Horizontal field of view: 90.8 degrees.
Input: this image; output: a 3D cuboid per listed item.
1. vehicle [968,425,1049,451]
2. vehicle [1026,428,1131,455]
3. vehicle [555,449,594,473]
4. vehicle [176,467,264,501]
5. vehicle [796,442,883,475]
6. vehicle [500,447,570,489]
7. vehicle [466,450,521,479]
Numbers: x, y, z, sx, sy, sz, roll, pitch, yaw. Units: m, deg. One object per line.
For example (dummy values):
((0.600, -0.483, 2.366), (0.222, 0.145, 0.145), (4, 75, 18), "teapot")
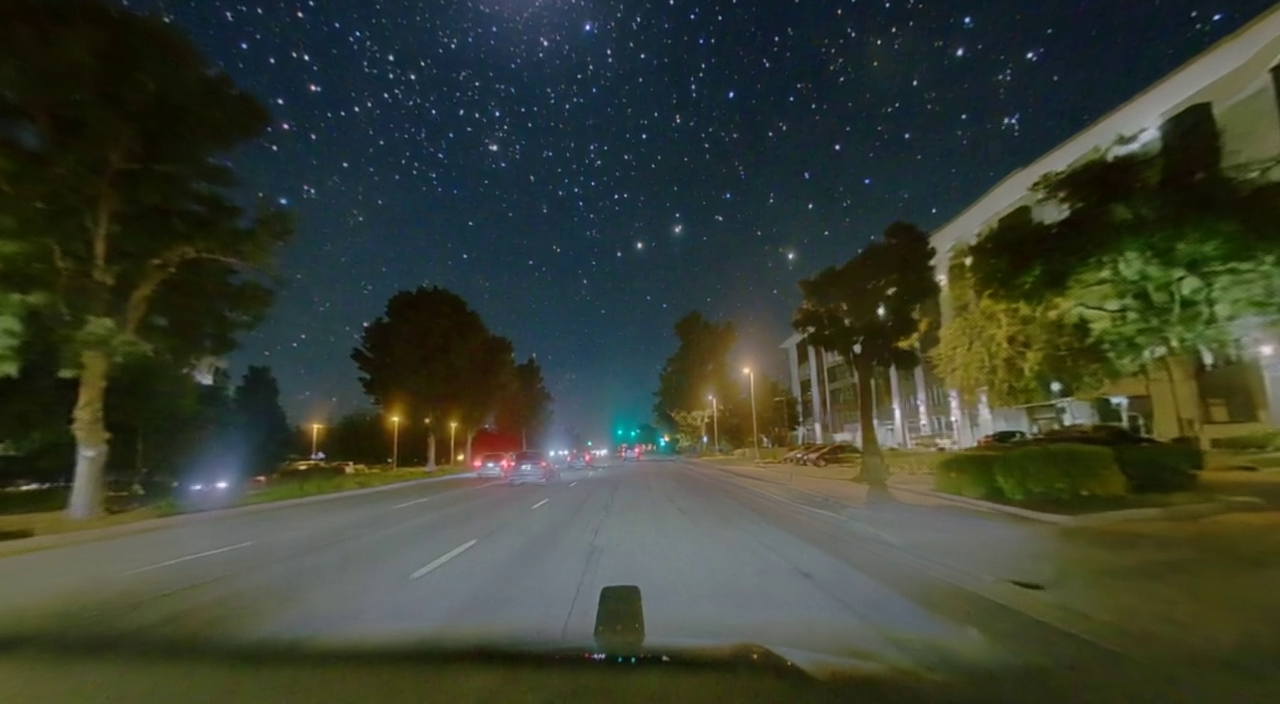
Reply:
((24.866, 5.836, 42.729), (4.154, 1.662, 2.113), (-1, -8, 1), "vehicle")
((25.024, 5.111, 36.153), (4.614, 1.464, 1.856), (0, -9, 0), "vehicle")
((-4.124, 6.934, 40.252), (1.971, 1.414, 4.317), (0, -9, 0), "vehicle")
((-23.544, 7.377, 35.622), (2.007, 1.501, 4.340), (-4, -9, 0), "vehicle")
((12.711, 6.815, 40.495), (4.790, 1.439, 2.034), (-8, -9, 0), "vehicle")
((-4.081, 4.579, 25.337), (2.011, 1.483, 4.596), (0, -9, 0), "vehicle")
((-8.277, 6.379, 36.092), (1.976, 1.497, 4.709), (0, -9, 0), "vehicle")
